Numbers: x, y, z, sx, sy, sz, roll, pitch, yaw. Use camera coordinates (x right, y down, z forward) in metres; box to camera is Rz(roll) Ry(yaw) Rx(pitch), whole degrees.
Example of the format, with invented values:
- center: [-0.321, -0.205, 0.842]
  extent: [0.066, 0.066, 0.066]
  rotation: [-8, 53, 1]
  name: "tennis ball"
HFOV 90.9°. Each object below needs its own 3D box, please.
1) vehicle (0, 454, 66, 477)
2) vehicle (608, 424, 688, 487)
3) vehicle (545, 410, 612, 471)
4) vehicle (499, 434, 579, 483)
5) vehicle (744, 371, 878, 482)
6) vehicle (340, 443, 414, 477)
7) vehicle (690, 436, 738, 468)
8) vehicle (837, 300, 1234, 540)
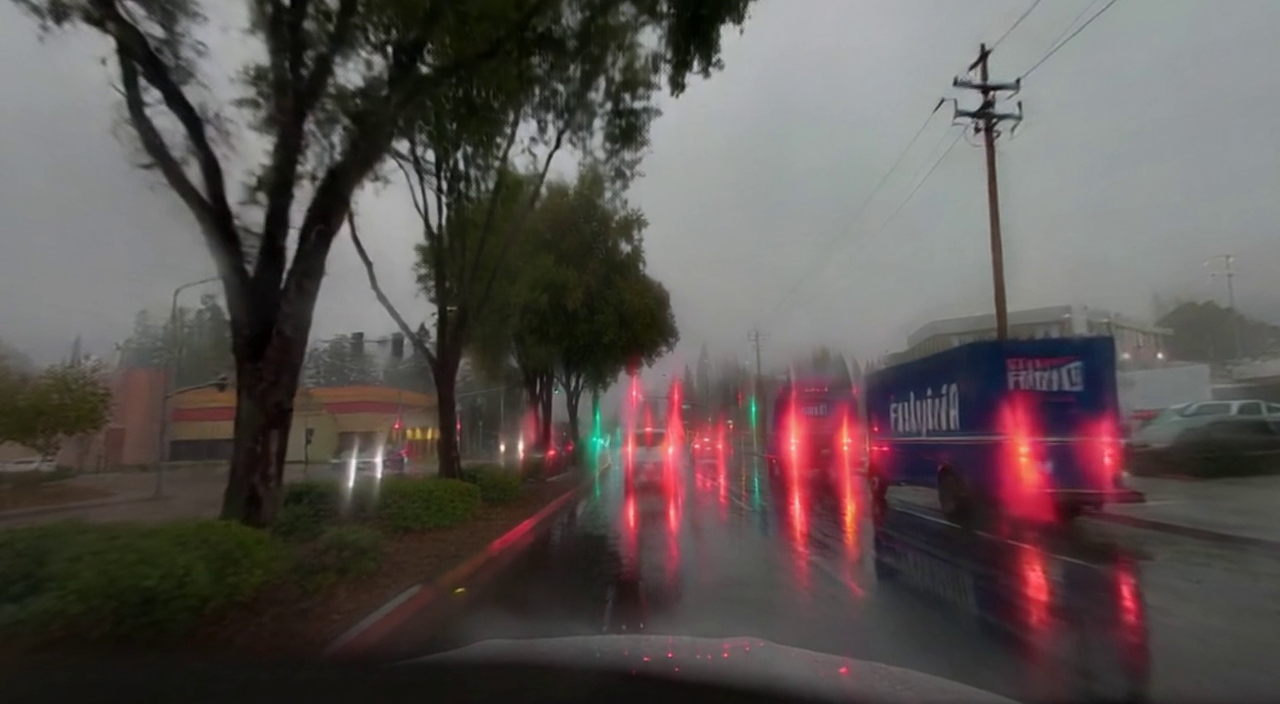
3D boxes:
- center: [-41.425, 7.663, 42.847]
  extent: [1.795, 1.416, 4.294]
  rotation: [2, -9, -17]
  name: "vehicle"
- center: [0.261, 3.160, 19.497]
  extent: [2.209, 1.718, 4.008]
  rotation: [-1, -8, 1]
  name: "vehicle"
- center: [-3.024, 4.623, 32.962]
  extent: [2.715, 2.791, 7.171]
  rotation: [-1, -8, 1]
  name: "vehicle"
- center: [-3.388, 3.645, 21.940]
  extent: [2.008, 1.500, 4.369]
  rotation: [-1, -8, 1]
  name: "vehicle"
- center: [6.937, 3.440, 27.658]
  extent: [2.816, 3.804, 10.315]
  rotation: [-3, -9, 0]
  name: "vehicle"
- center: [-13.487, 5.515, 32.618]
  extent: [1.928, 1.497, 4.446]
  rotation: [-1, -7, 0]
  name: "vehicle"
- center: [3.798, 5.228, 33.118]
  extent: [2.075, 1.540, 4.411]
  rotation: [-1, -8, 1]
  name: "vehicle"
- center: [6.754, 1.489, 12.827]
  extent: [2.891, 3.361, 7.843]
  rotation: [-1, -8, 0]
  name: "vehicle"
